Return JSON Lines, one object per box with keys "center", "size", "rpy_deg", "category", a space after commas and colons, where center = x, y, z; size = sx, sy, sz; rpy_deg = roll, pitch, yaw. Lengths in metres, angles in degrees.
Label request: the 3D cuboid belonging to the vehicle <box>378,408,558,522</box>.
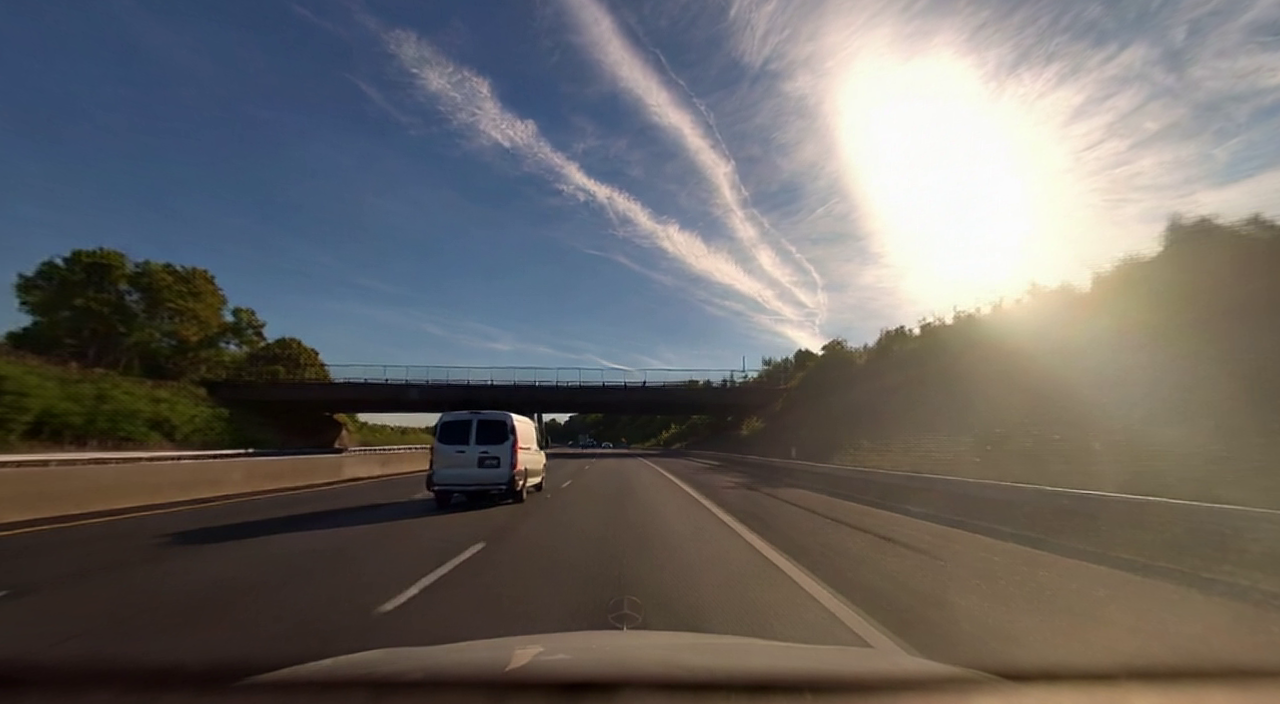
{"center": [-3.239, 2.281, 13.214], "size": [2.372, 1.891, 5.061], "rpy_deg": [0, -8, 0], "category": "vehicle"}
